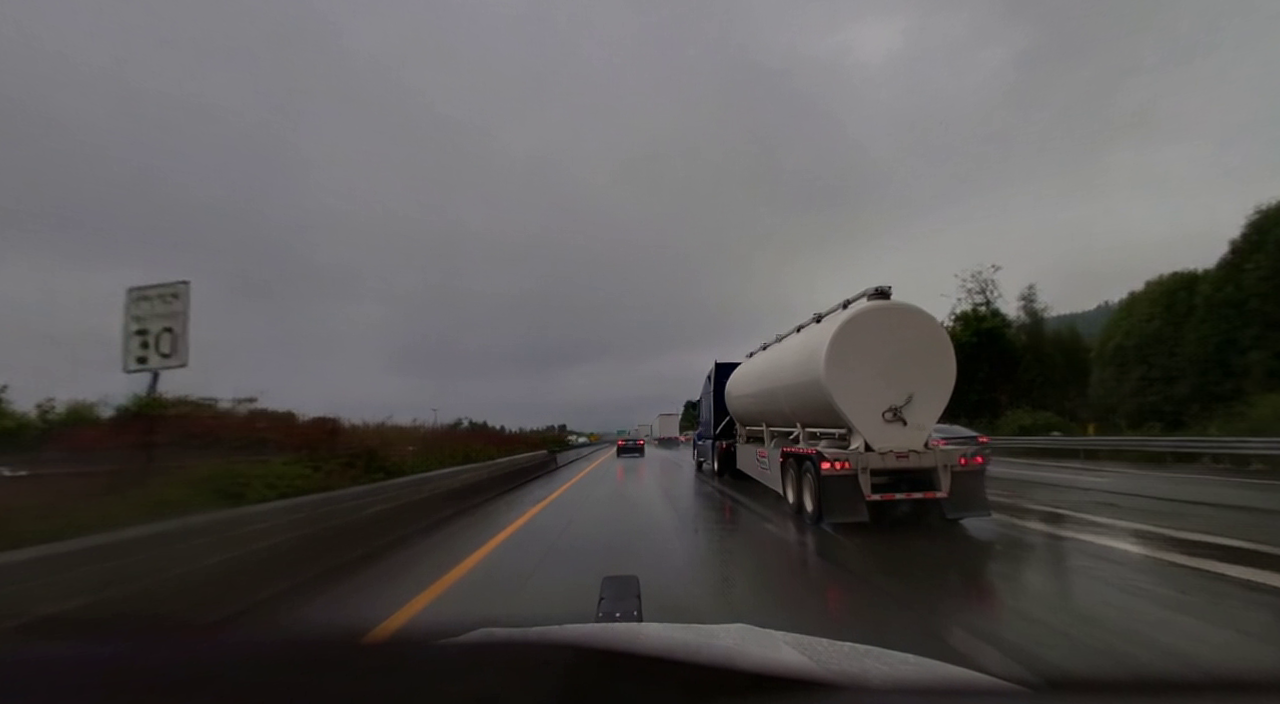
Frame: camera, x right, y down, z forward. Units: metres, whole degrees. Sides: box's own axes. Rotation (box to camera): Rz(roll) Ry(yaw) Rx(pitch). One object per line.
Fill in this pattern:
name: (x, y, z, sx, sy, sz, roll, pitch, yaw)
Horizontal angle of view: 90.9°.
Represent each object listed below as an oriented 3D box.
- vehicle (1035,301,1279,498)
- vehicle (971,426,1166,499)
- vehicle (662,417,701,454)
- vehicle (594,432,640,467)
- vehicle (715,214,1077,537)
vehicle: (14.791, 1.293, 15.498, 2.878, 4.124, 10.050, 1, -8, -5)
vehicle: (9.848, 2.531, 14.926, 1.739, 1.471, 3.889, 0, -8, -3)
vehicle: (3.143, 6.551, 49.417, 2.475, 2.782, 4.986, 0, -8, -3)
vehicle: (-1.022, 4.428, 28.878, 2.000, 1.510, 3.518, 0, -8, -1)
vehicle: (3.579, 0.848, 12.212, 2.826, 3.905, 9.262, 0, -8, -2)
